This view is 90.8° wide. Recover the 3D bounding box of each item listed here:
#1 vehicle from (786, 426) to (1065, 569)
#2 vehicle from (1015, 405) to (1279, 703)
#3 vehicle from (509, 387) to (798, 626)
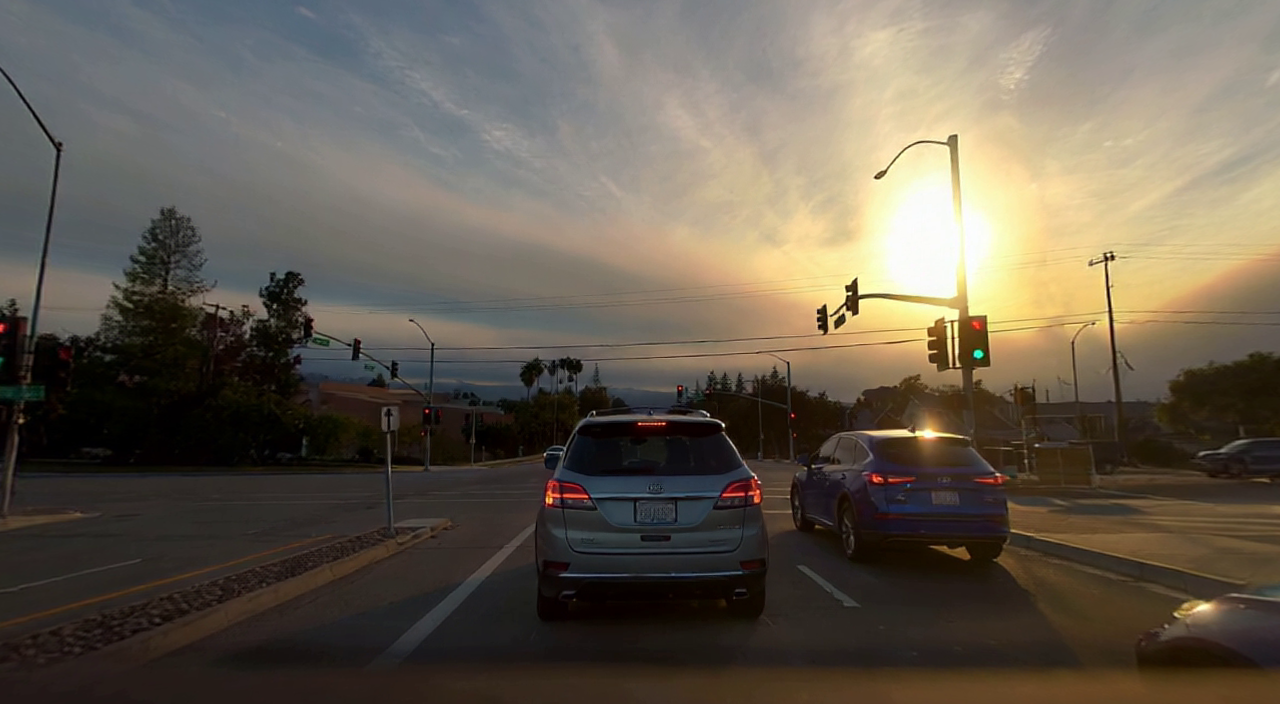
[{"bbox_3d":[3.524,1.859,8.863,1.861,1.495,4.215,0,-8,-1],"label":"vehicle"},{"bbox_3d":[3.161,0.814,1.433,1.924,1.466,4.461,0,-8,1],"label":"vehicle"},{"bbox_3d":[0.103,1.493,7.067,2.170,1.793,4.468,0,-8,0],"label":"vehicle"}]
